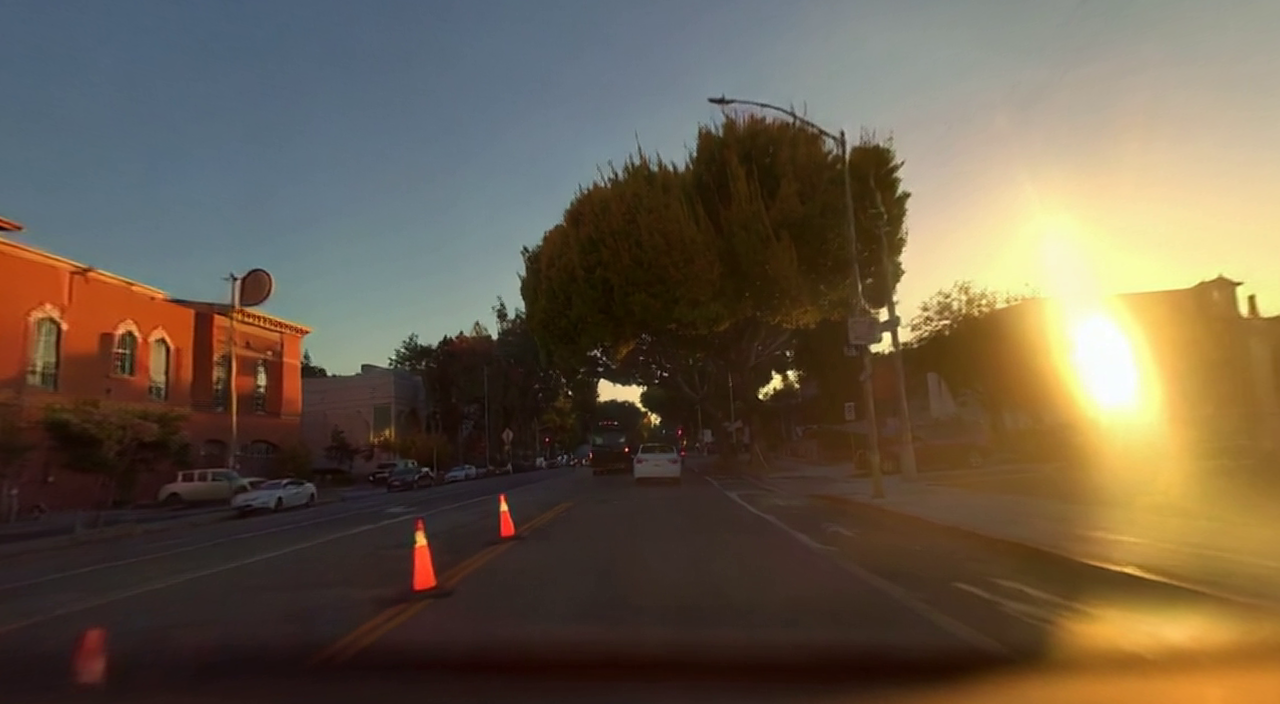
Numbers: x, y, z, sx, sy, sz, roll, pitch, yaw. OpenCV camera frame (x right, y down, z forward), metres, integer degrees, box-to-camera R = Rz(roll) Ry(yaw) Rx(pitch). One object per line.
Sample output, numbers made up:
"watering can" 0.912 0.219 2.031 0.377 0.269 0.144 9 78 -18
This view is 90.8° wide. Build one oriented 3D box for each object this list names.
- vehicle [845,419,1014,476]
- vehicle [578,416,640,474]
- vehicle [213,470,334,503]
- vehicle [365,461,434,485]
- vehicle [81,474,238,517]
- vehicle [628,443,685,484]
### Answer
"vehicle" 10.187 3.397 22.574 4.859 1.914 2.333 0 -9 -2
"vehicle" -1.772 6.223 42.229 2.977 3.271 12.748 0 -9 2
"vehicle" -18.789 6.900 32.504 4.952 1.510 2.115 -1 -9 5
"vehicle" -18.107 9.100 47.631 4.397 1.698 1.932 -1 -9 6
"vehicle" -19.692 5.868 26.068 4.696 1.513 2.243 -1 -8 3
"vehicle" 0.688 4.506 25.806 2.159 1.506 4.086 0 -9 2
